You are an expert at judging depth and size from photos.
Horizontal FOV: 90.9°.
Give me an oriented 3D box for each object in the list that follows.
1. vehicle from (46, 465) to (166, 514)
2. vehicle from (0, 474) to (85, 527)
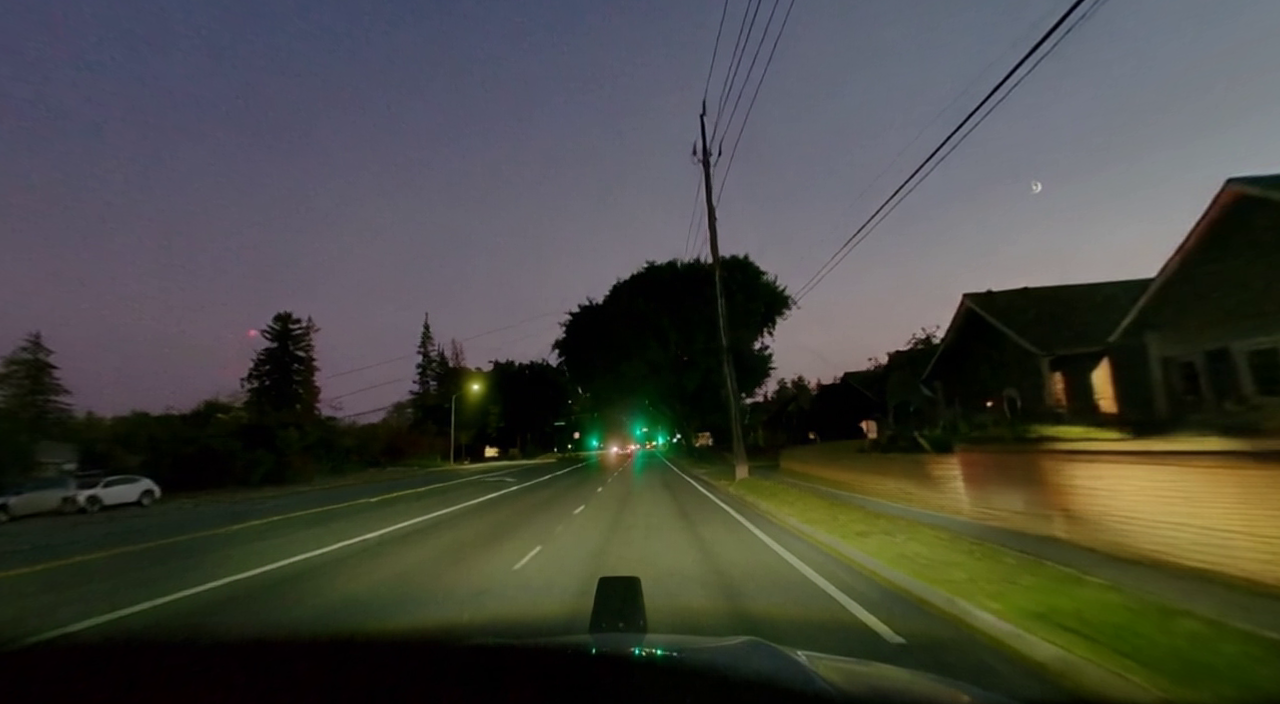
[{"bbox_3d":[-22.391,5.719,26.706,1.891,1.703,4.976,3,-9,-16],"label":"vehicle"},{"bbox_3d":[-21.187,4.916,20.925,1.854,1.504,4.436,1,-9,-7],"label":"vehicle"}]
